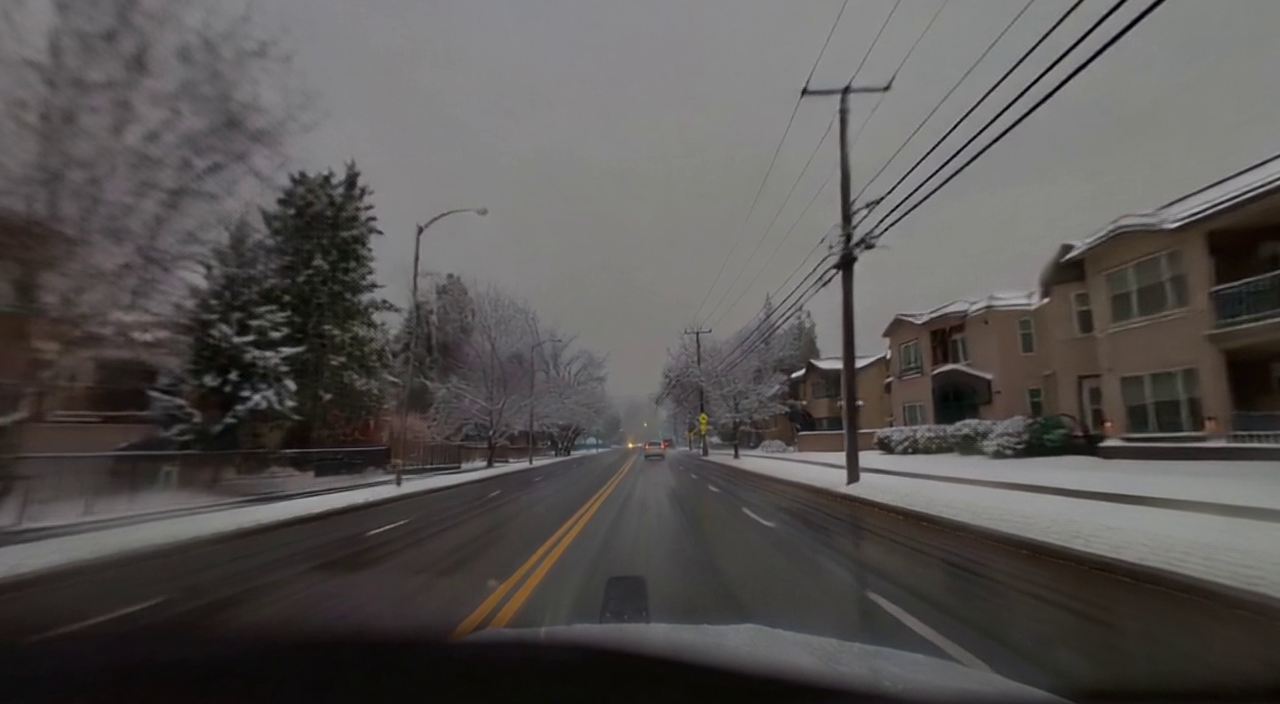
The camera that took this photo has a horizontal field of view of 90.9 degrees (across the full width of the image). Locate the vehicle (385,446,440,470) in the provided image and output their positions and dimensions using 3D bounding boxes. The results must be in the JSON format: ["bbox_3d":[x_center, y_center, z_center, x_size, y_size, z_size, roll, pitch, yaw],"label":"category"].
[{"bbox_3d":[-15.531,7.262,43.359,2.113,1.501,4.659,0,-9,-1],"label":"vehicle"}]

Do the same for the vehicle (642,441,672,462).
[{"bbox_3d":[1.193,7.358,46.508,2.097,1.463,4.043,0,-9,0],"label":"vehicle"}]

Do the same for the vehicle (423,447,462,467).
[{"bbox_3d":[-15.326,8.120,49.106,1.692,1.477,3.902,0,-9,1],"label":"vehicle"}]
